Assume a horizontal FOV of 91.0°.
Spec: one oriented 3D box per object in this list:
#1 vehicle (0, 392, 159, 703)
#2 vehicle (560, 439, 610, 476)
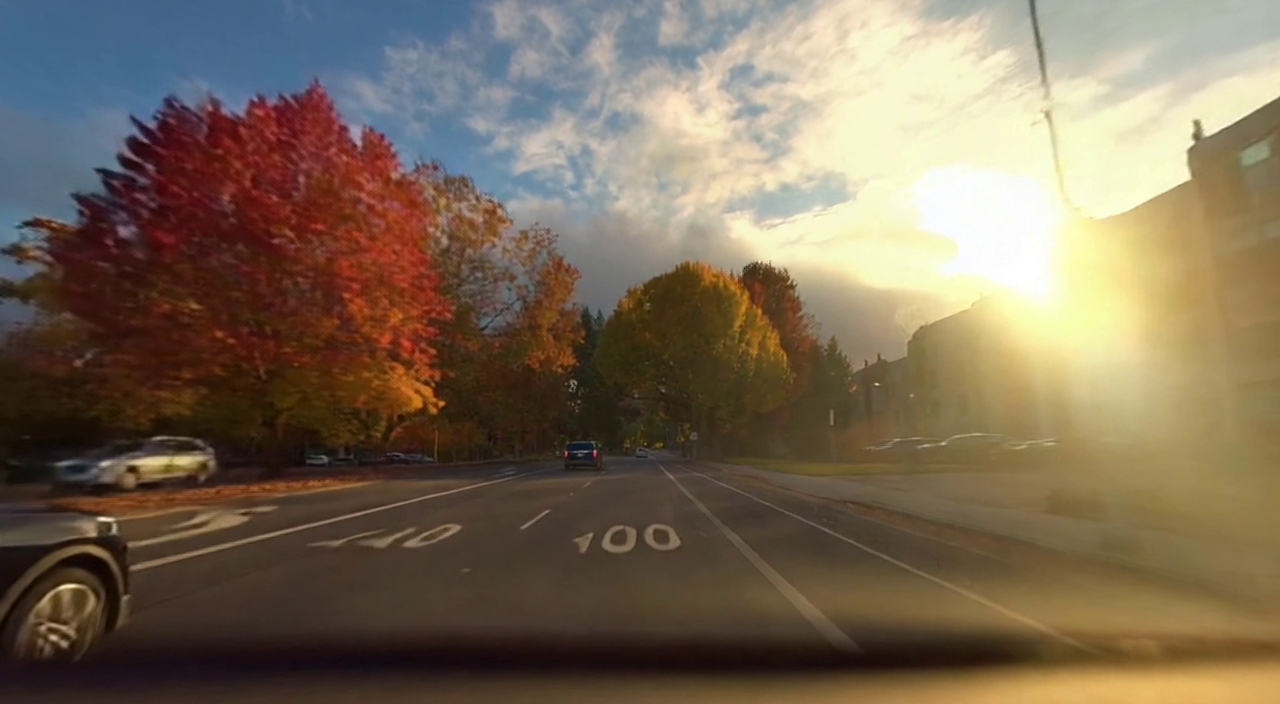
[{"bbox_3d":[-3.778,0.740,1.424,1.923,1.528,4.309,0,-9,0],"label":"vehicle"},{"bbox_3d":[-2.853,5.617,33.730,2.112,1.779,4.489,0,-9,2],"label":"vehicle"}]
